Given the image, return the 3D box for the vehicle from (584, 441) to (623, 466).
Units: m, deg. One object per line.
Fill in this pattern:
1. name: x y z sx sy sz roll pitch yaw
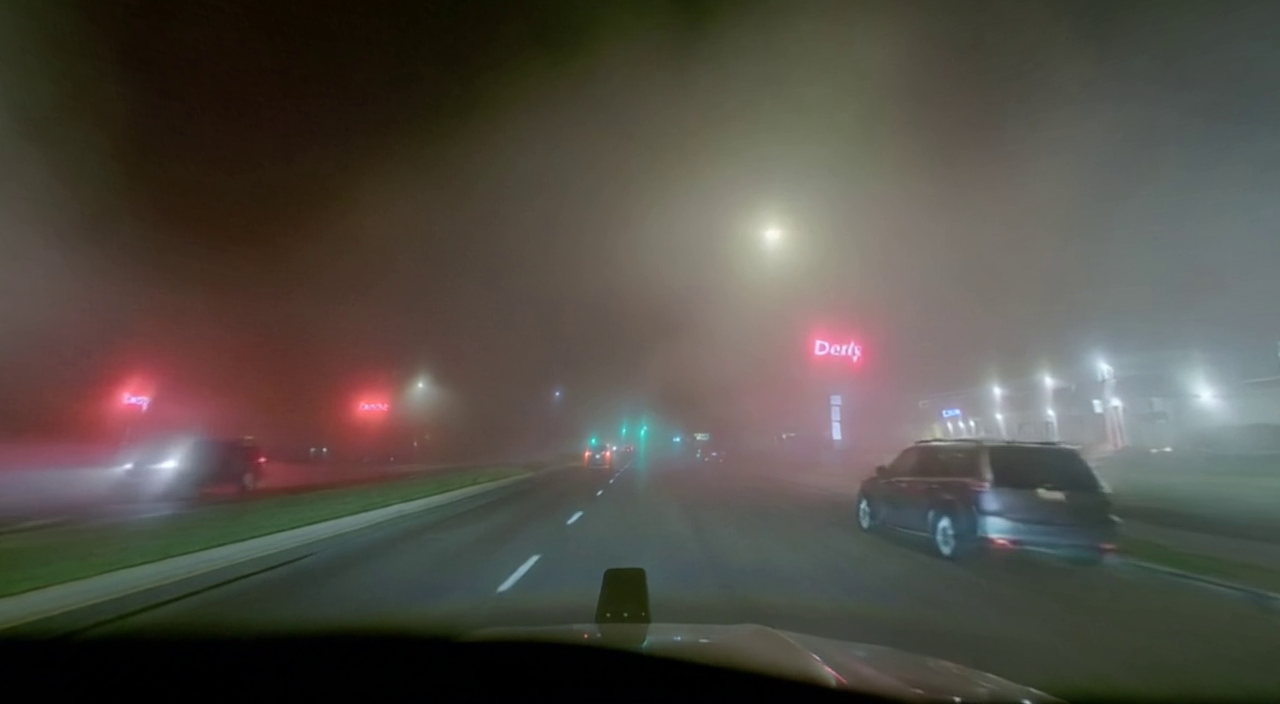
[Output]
1. vehicle: -2.352 6.614 41.347 2.176 1.543 4.335 0 -8 2

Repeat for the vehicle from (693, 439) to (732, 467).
1. vehicle: 4.768 6.700 42.128 2.067 1.755 4.616 0 -8 1

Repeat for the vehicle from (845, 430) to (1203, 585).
1. vehicle: 4.501 1.859 8.469 2.025 1.500 4.465 0 -8 1

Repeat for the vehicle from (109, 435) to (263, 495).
1. vehicle: -14.677 3.641 20.713 1.973 1.742 4.024 0 -8 1
